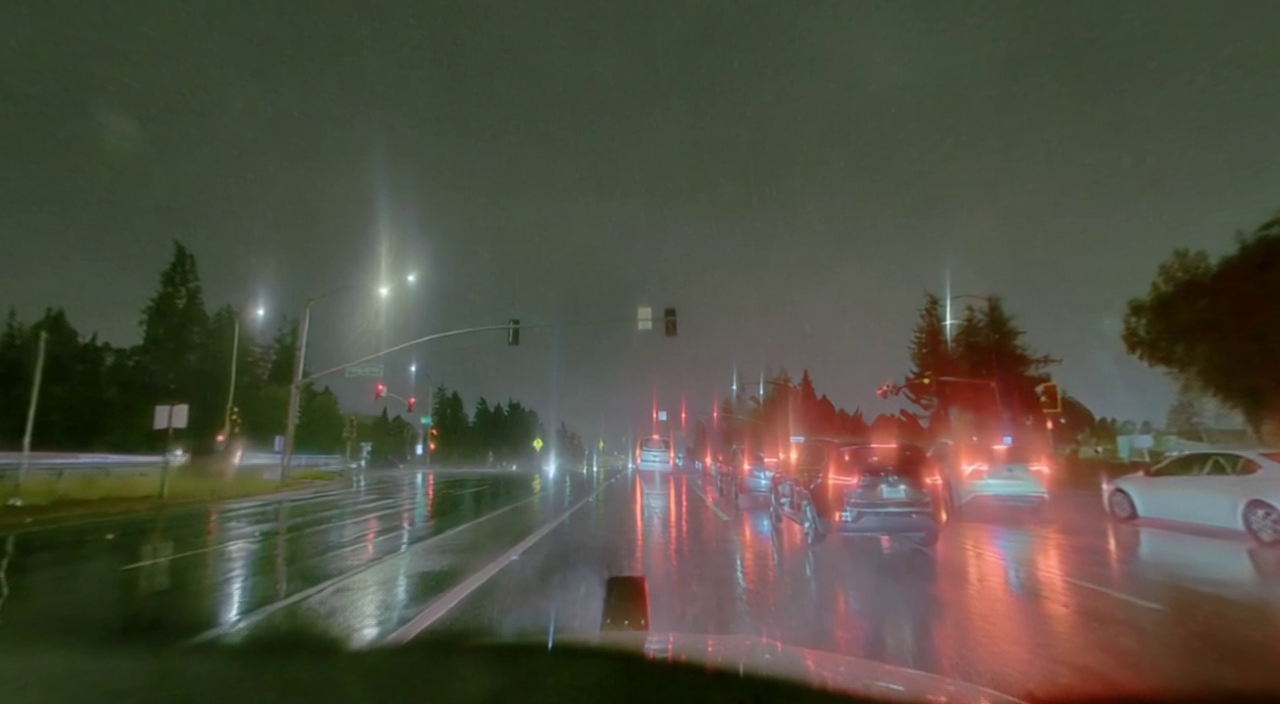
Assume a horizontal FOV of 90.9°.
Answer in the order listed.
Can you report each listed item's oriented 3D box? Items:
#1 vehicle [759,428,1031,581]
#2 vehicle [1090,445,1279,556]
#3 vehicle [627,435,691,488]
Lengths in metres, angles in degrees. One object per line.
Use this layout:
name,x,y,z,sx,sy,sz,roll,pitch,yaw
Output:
vehicle,3.051,1.890,8.698,2.078,1.578,4.107,0,-8,1
vehicle,9.348,2.139,9.551,1.884,1.422,4.262,0,-8,0
vehicle,0.639,4.132,24.202,2.245,1.800,4.522,0,-8,0
